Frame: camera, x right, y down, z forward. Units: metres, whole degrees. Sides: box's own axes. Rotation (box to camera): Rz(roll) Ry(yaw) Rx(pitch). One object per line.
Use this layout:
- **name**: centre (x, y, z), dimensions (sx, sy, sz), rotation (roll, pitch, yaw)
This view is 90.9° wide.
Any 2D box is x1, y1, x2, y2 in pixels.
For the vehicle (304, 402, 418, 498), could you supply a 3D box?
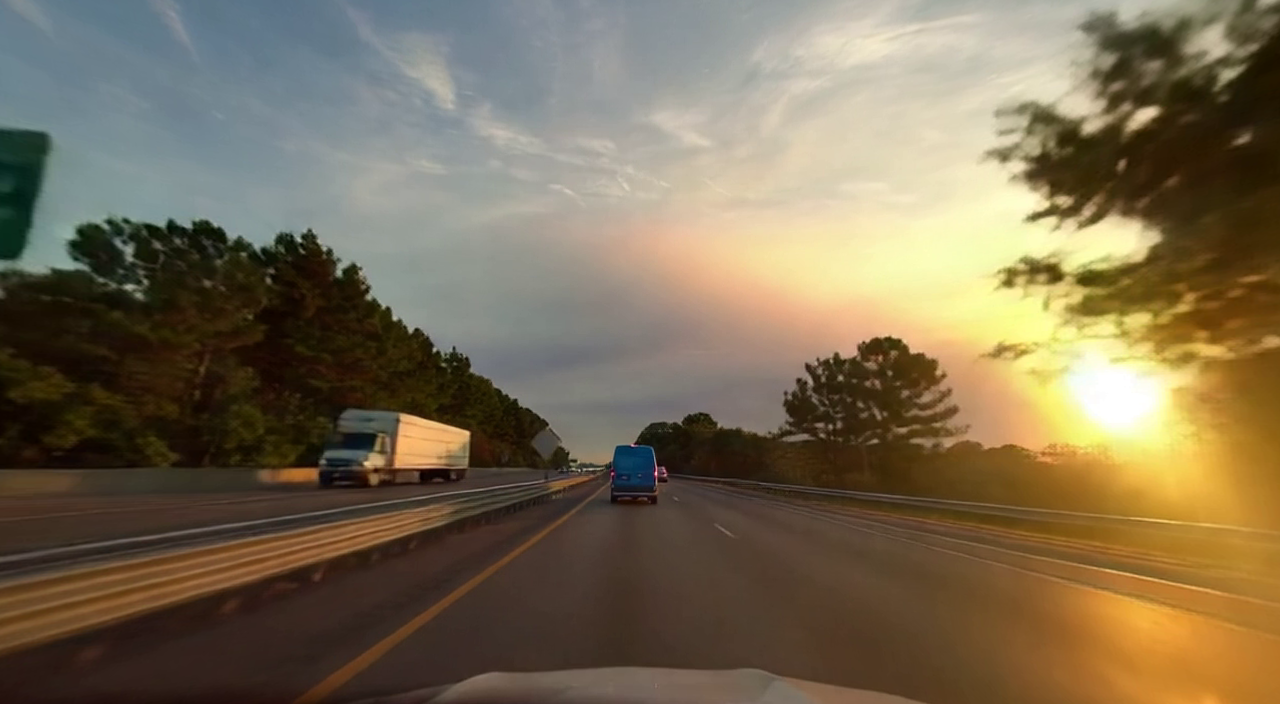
- **vehicle**: centre (-13.930, 5.020, 32.059), dimensions (3.147, 4.399, 5.202), rotation (1, -10, 0)

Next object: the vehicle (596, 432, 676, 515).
- **vehicle**: centre (-0.249, 4.194, 21.969), dimensions (2.375, 2.432, 6.161), rotation (1, -10, -2)
